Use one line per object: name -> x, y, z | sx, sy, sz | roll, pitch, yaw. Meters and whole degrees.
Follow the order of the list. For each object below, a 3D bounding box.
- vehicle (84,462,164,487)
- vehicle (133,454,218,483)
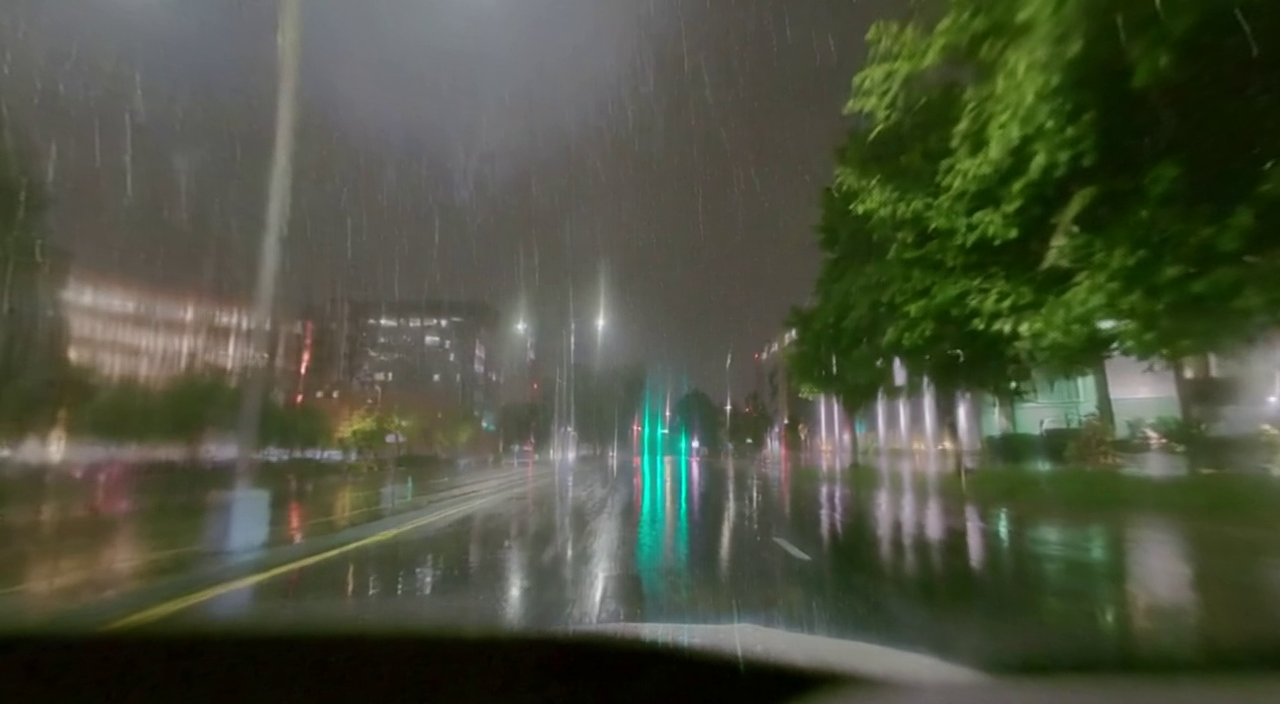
vehicle -> -34.480, 8.155, 42.367 | 1.569, 1.422, 4.542 | 0, -8, 0
vehicle -> -31.657, 7.921, 43.270 | 2.034, 1.818, 4.855 | 0, -9, 2
